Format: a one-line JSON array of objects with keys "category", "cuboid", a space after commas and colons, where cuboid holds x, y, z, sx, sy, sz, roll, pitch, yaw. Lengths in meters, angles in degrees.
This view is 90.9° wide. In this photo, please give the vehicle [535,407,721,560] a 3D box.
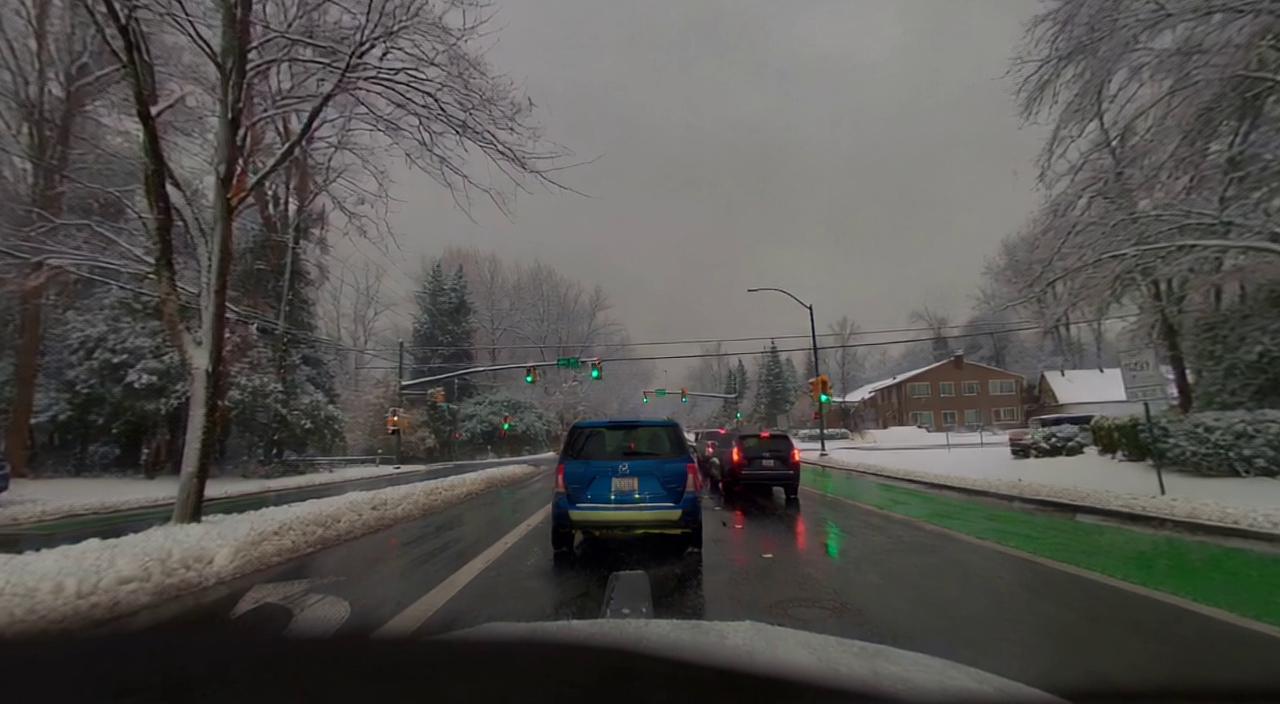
[{"category": "vehicle", "cuboid": [-0.120, 1.801, 9.245, 2.109, 1.730, 3.963, 0, -8, 0]}]

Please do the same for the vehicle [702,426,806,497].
[{"category": "vehicle", "cuboid": [3.173, 3.180, 18.612, 2.189, 1.815, 4.495, 0, -8, 0]}]
